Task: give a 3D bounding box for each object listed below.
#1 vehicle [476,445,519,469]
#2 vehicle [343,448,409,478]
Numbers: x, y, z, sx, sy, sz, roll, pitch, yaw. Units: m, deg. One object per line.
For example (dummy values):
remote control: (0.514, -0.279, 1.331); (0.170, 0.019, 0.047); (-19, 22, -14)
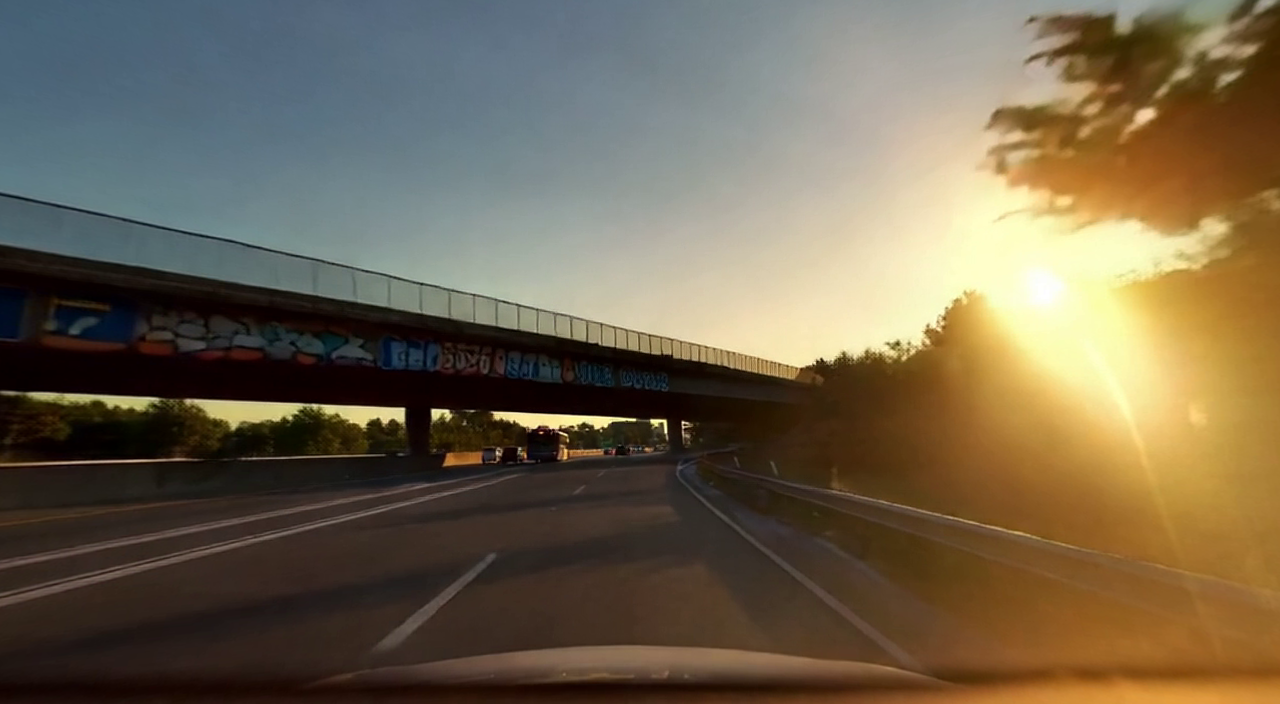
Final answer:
vehicle: (-9.998, 7.382, 44.563); (1.979, 1.600, 4.516); (0, -9, 1)
vehicle: (-14.146, 5.928, 34.030); (1.878, 1.470, 3.825); (0, -9, 0)
